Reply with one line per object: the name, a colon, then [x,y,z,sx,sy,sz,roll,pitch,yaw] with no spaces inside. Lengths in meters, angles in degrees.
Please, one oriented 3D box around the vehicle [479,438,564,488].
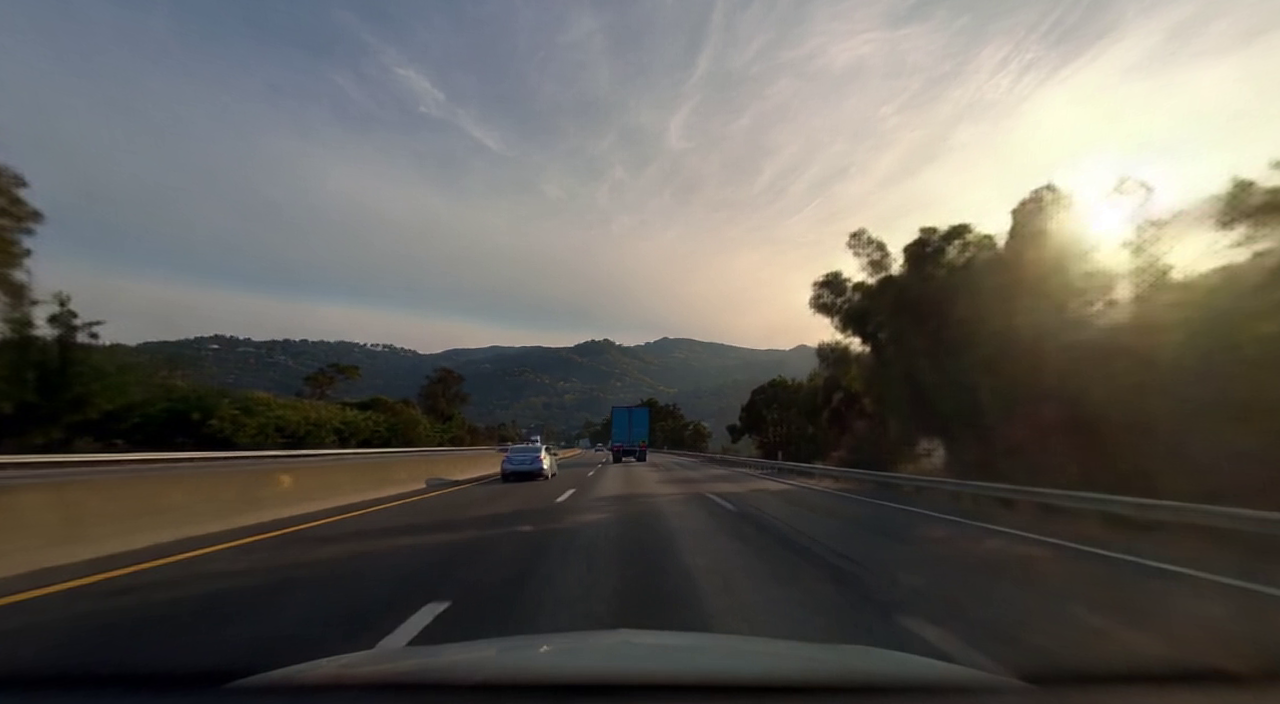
vehicle: [-3.931,3.784,21.599,2.057,1.519,4.372,0,-9,1]
